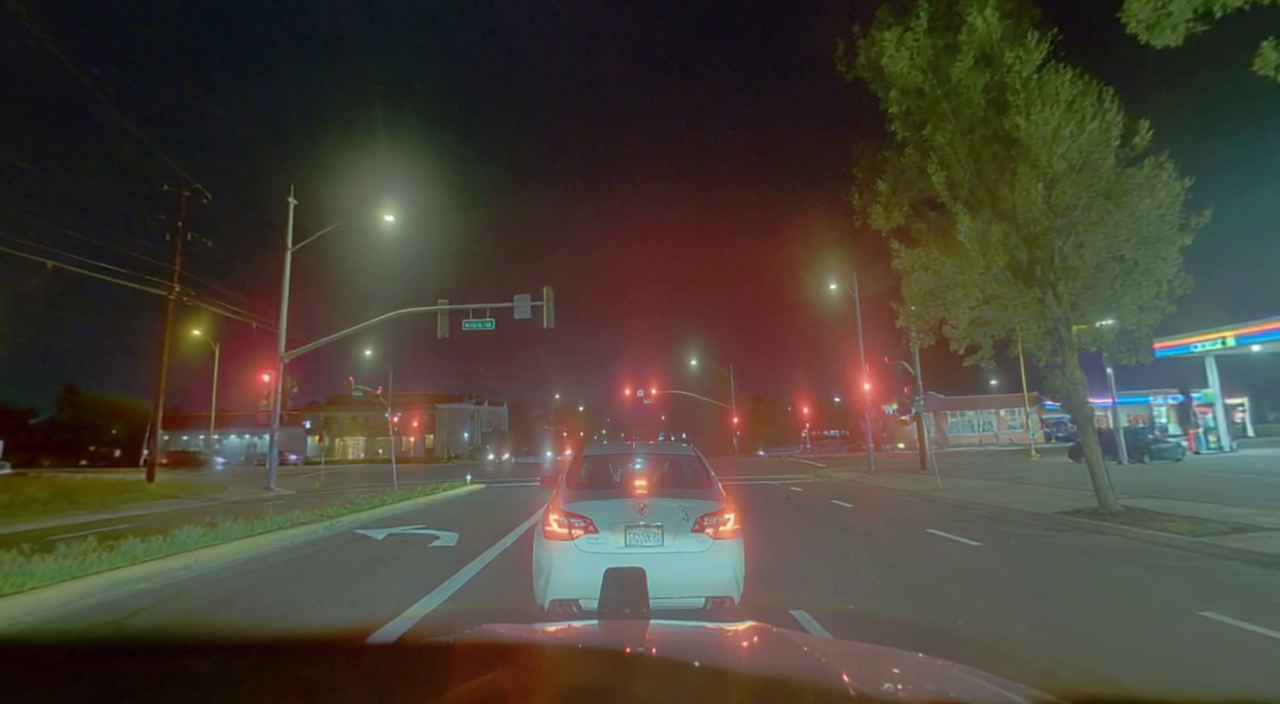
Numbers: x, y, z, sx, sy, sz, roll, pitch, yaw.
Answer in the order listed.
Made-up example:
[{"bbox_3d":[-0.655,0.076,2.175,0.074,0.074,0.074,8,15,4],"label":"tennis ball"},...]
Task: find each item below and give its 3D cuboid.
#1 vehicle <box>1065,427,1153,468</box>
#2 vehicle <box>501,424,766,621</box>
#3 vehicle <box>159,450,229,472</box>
[{"bbox_3d":[18.554,3.754,24.863,4.091,1.495,2.053,8,-12,-44],"label":"vehicle"},{"bbox_3d":[-0.052,1.601,6.894,2.010,1.482,4.057,0,-8,0],"label":"vehicle"},{"bbox_3d":[-33.559,8.185,47.451,3.975,1.563,1.755,-1,-8,5],"label":"vehicle"}]
